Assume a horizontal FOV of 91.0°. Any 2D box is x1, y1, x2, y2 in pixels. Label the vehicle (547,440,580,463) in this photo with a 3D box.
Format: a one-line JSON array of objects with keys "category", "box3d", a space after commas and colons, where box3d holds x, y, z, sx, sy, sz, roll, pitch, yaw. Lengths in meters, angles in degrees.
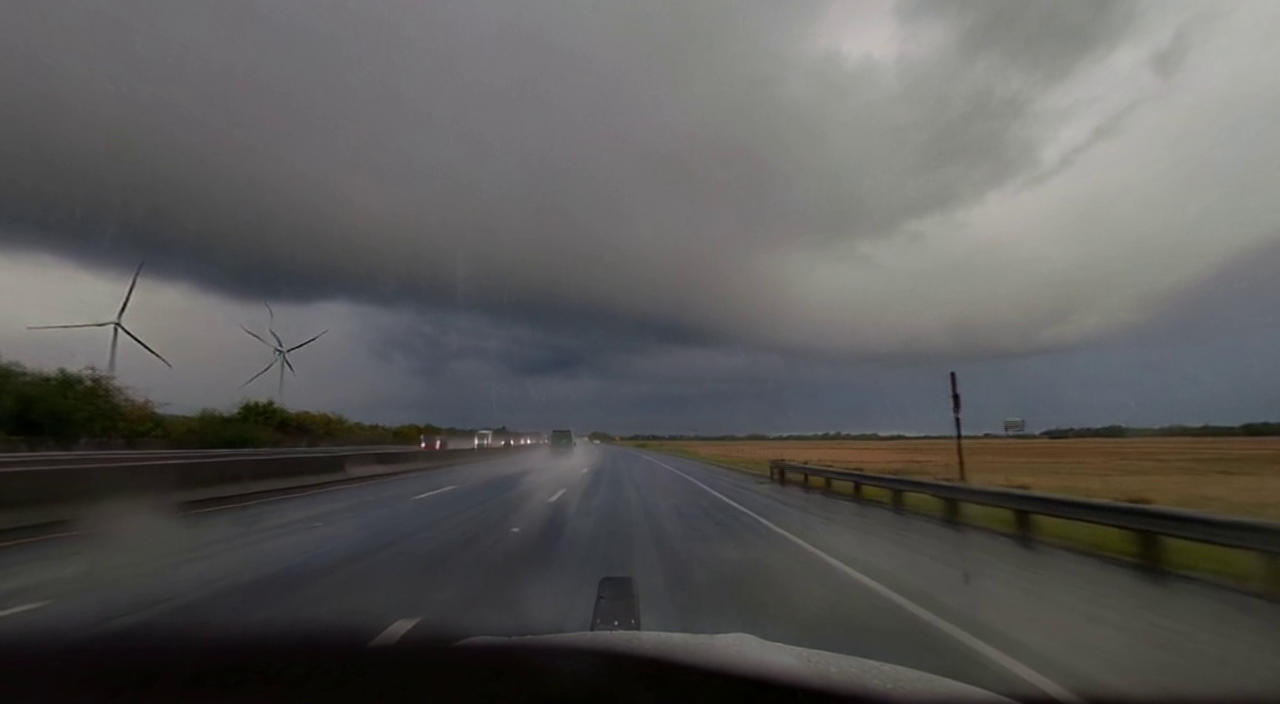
[{"category": "vehicle", "box3d": [-5.434, 7.151, 45.315, 2.053, 1.549, 4.097, 0, -8, -3]}]
